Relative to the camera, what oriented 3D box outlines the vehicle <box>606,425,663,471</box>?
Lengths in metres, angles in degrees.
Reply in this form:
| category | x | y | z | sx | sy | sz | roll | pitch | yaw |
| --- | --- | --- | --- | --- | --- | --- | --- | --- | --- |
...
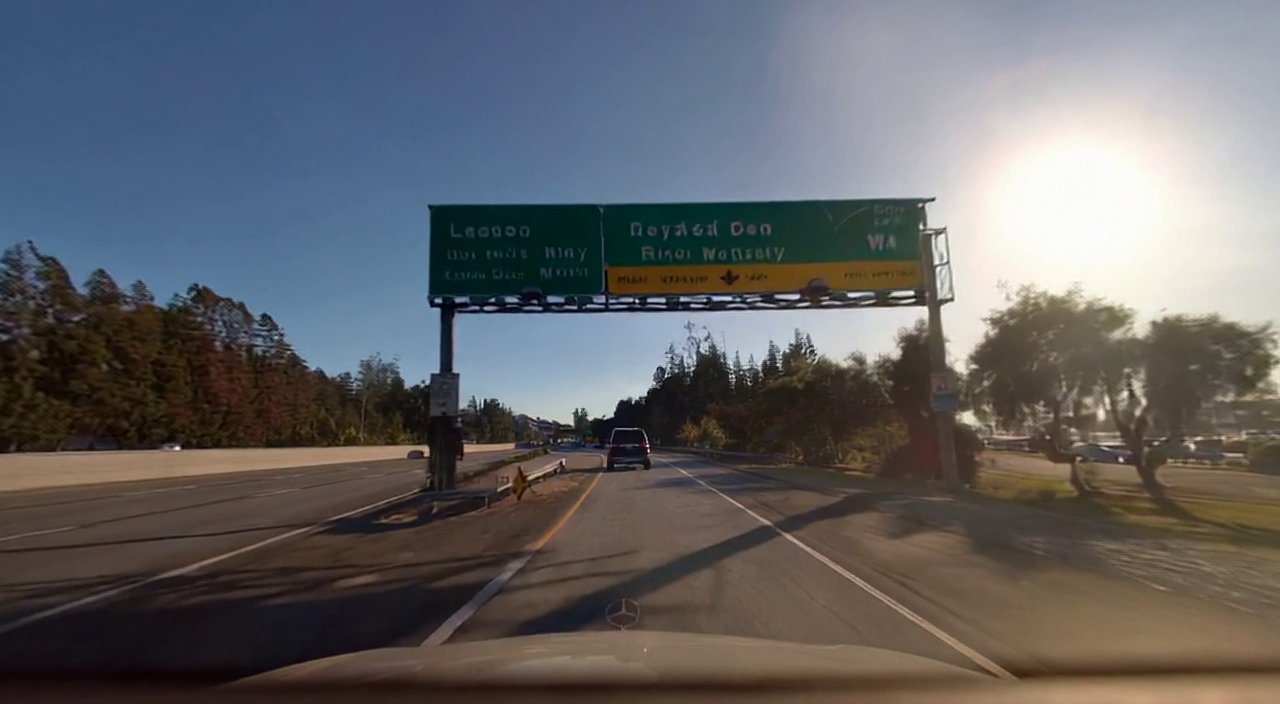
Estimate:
| category | x | y | z | sx | sy | sz | roll | pitch | yaw |
| --- | --- | --- | --- | --- | --- | --- | --- | --- | --- |
| vehicle | -0.278 | 4.558 | 30.131 | 2.497 | 1.957 | 5.432 | 0 | -8 | -1 |
